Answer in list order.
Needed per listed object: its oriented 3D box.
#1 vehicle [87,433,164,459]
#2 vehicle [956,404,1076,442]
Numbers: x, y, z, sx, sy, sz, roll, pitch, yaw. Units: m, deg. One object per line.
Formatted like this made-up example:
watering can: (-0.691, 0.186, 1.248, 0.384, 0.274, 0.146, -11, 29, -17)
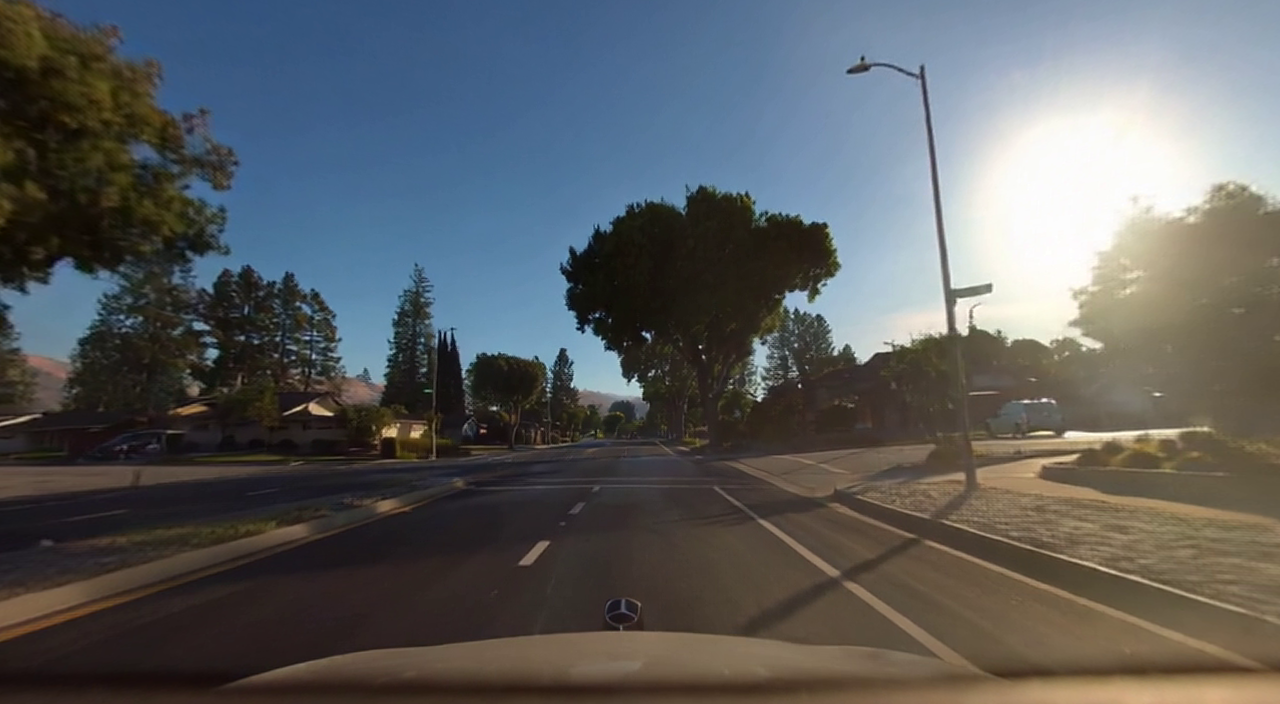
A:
vehicle: (-29.944, 5.494, 36.936, 1.991, 1.435, 4.421, 2, -9, -18)
vehicle: (18.853, 3.602, 31.869, 4.698, 1.583, 2.081, 2, -11, 1)
